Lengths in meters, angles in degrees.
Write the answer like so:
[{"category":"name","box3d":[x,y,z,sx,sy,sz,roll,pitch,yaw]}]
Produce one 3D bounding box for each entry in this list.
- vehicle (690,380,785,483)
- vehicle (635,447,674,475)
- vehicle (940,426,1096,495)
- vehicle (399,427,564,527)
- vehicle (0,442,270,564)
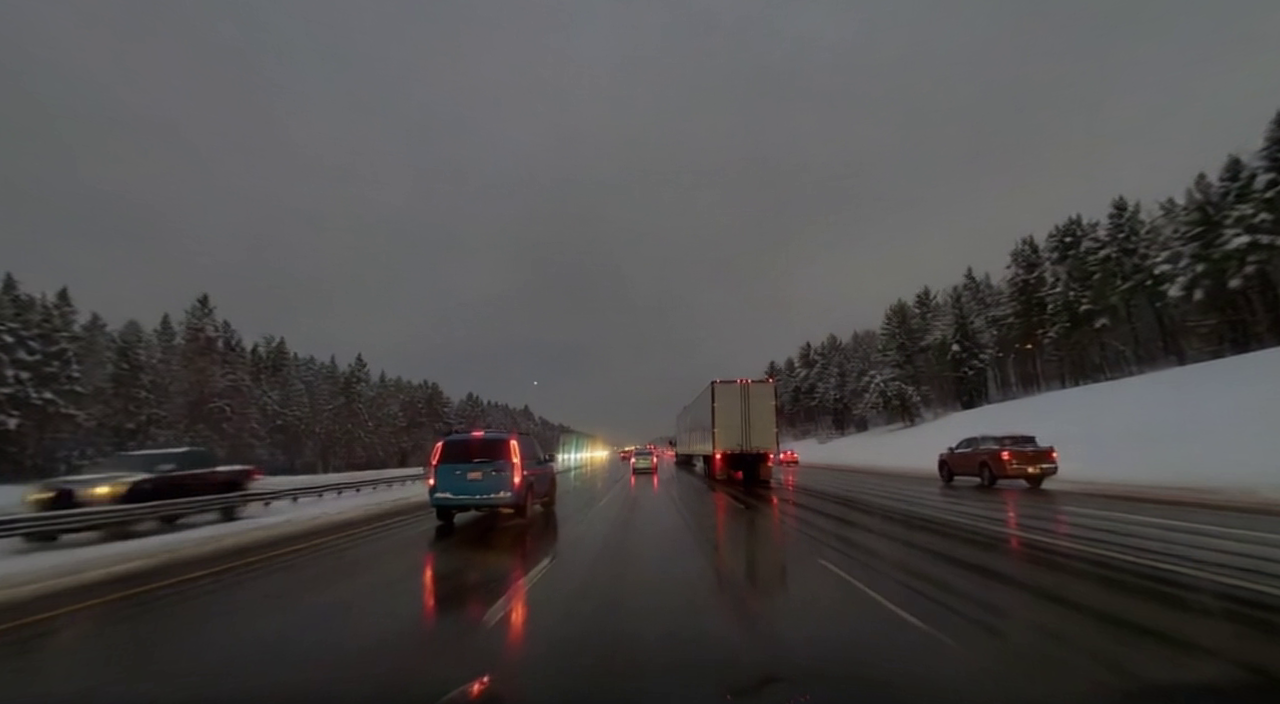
[{"category":"vehicle","box3d":[4.387,4.119,31.504,2.821,4.077,12.562,0,-9,1]},{"category":"vehicle","box3d":[0.754,6.146,35.765,2.063,1.469,4.208,0,-9,0]},{"category":"vehicle","box3d":[11.275,3.262,19.275,2.041,1.824,4.376,0,-9,0]},{"category":"vehicle","box3d":[-3.099,2.576,13.528,2.237,1.745,4.575,0,-9,1]},{"category":"vehicle","box3d":[-8.415,2.252,10.244,2.084,1.518,4.418,0,-9,0]}]
